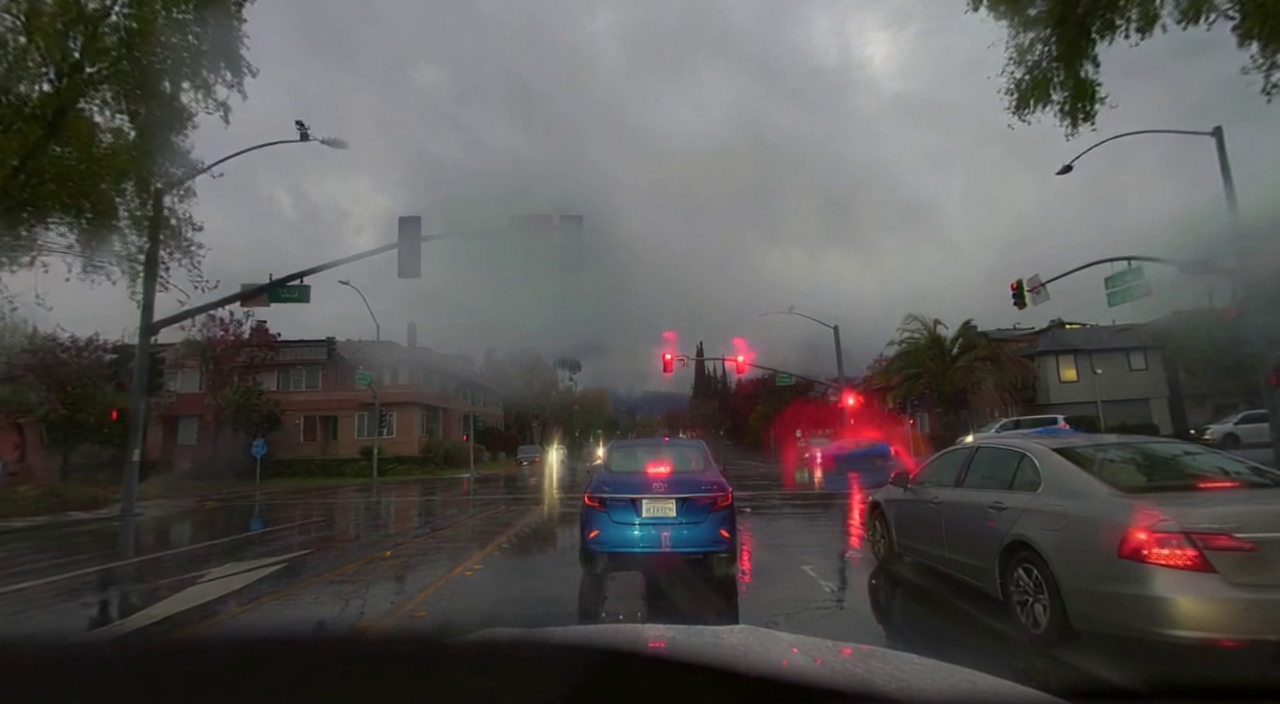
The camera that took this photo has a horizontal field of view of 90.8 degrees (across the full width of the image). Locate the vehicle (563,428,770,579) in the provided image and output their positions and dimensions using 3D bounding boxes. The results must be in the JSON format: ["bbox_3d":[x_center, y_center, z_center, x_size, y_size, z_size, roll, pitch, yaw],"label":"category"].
[{"bbox_3d":[0.300,1.819,8.333,2.090,1.505,3.756,-1,-9,1],"label":"vehicle"}]

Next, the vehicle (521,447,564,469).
[{"bbox_3d":[-6.942,7.585,45.282,2.093,1.476,4.278,-1,-9,4],"label":"vehicle"}]

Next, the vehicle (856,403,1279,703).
[{"bbox_3d":[3.657,1.343,5.445,1.888,1.486,4.681,0,-9,-1],"label":"vehicle"}]

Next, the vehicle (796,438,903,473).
[{"bbox_3d":[9.573,4.712,28.975,4.229,1.490,1.854,1,-9,-11],"label":"vehicle"}]
